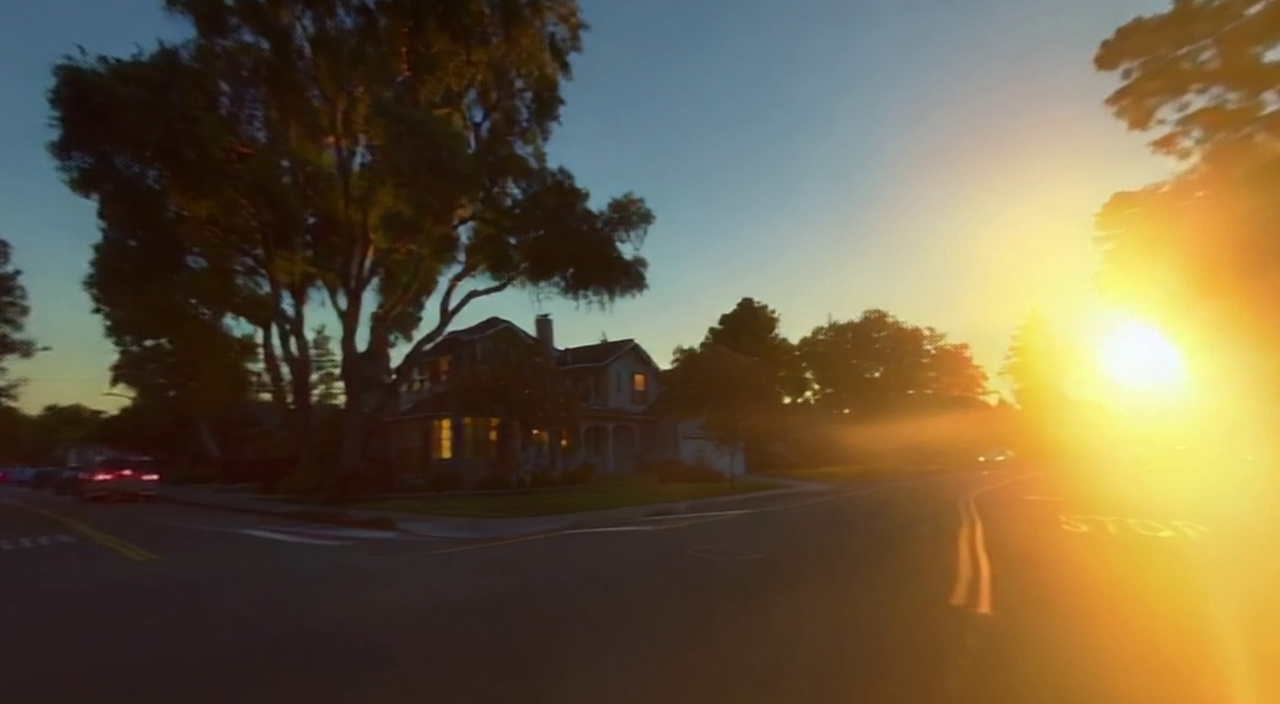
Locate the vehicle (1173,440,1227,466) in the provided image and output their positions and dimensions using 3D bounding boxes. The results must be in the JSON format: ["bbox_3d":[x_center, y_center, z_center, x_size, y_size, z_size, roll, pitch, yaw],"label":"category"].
[{"bbox_3d":[34.666,6.246,39.116,1.970,1.530,3.685,-6,-10,34],"label":"vehicle"}]

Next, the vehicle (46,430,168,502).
[{"bbox_3d":[-25.940,5.399,30.603,6.380,3.089,2.718,-6,-10,35],"label":"vehicle"}]
